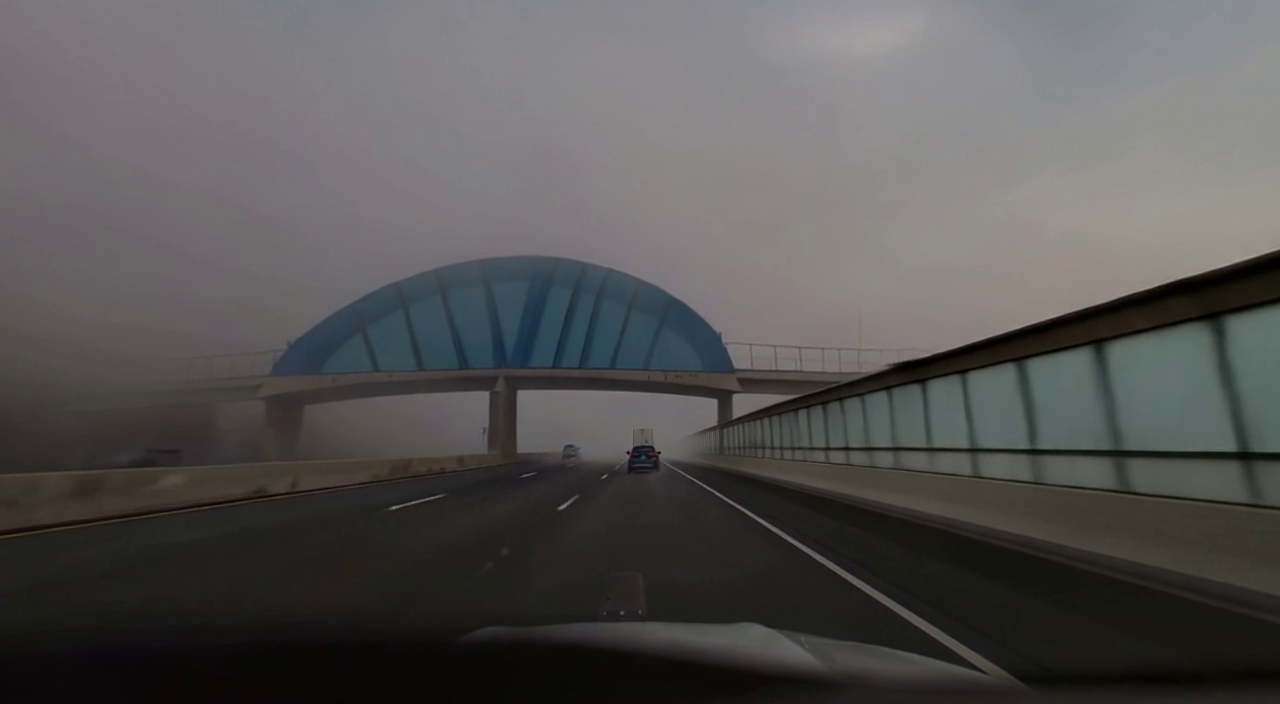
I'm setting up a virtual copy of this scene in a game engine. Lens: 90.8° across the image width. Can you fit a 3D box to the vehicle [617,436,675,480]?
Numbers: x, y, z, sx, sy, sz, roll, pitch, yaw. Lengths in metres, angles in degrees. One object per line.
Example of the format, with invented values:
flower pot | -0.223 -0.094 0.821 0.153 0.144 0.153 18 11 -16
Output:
vehicle | 0.235 4.568 27.337 2.299 1.716 4.579 -1 -9 0
